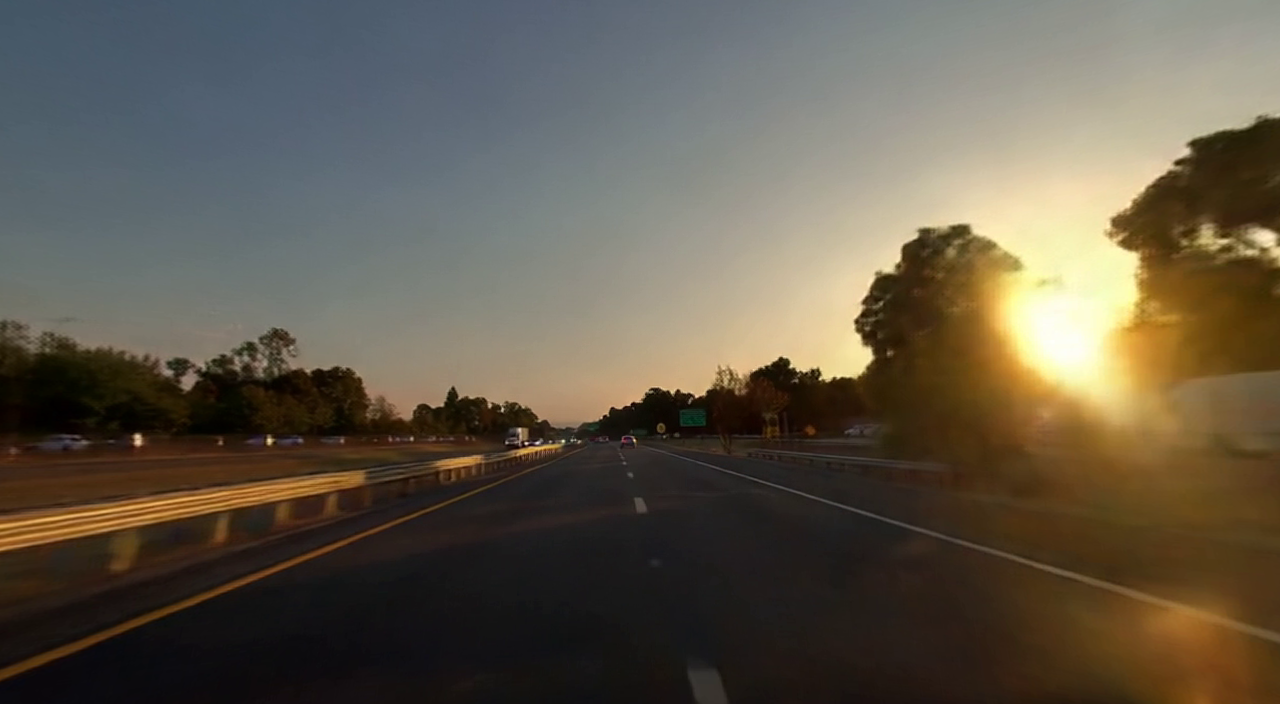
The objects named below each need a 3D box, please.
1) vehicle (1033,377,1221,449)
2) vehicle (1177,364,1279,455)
[{"bbox_3d":[35.817,4.984,47.992,3.267,4.400,17.445,-3,-8,10],"label":"vehicle"},{"bbox_3d":[31.824,2.406,28.034,3.114,4.328,18.495,-5,-8,12],"label":"vehicle"}]
